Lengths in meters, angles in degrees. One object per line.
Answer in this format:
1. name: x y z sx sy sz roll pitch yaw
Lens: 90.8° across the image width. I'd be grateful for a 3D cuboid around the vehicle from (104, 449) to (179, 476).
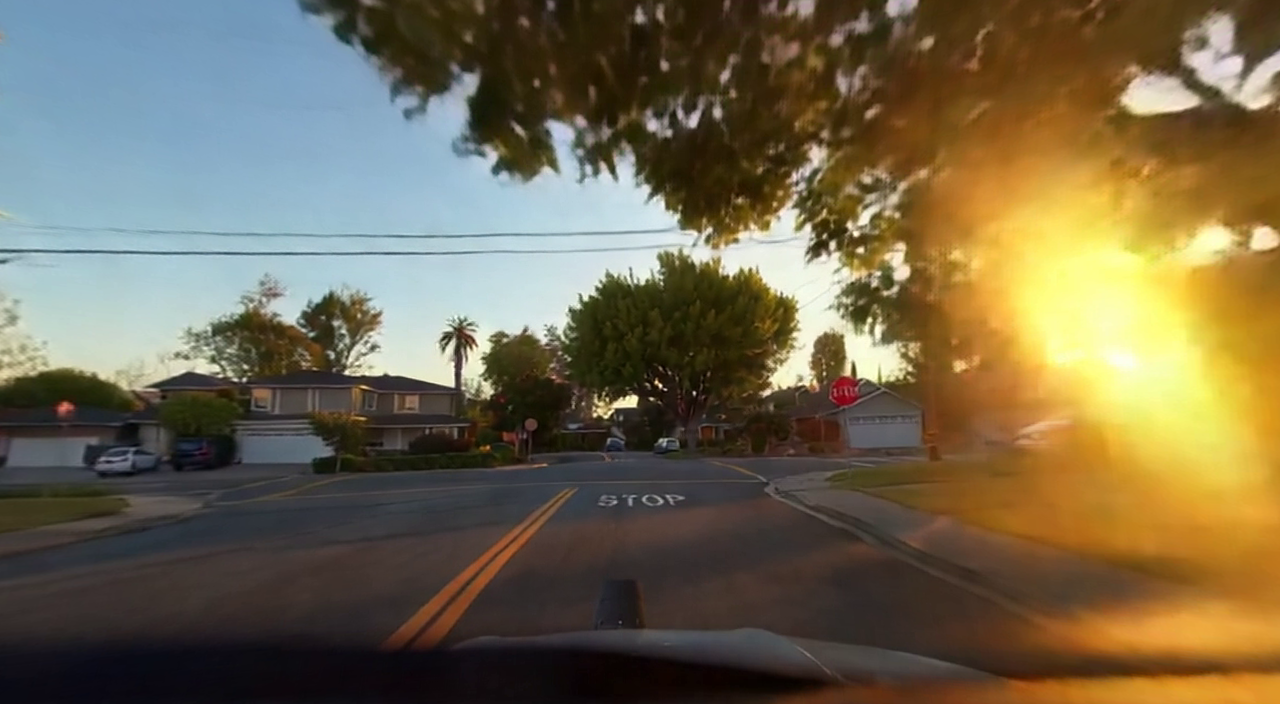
1. vehicle: -27.388 6.057 34.856 1.864 1.337 3.943 3 -9 -17
